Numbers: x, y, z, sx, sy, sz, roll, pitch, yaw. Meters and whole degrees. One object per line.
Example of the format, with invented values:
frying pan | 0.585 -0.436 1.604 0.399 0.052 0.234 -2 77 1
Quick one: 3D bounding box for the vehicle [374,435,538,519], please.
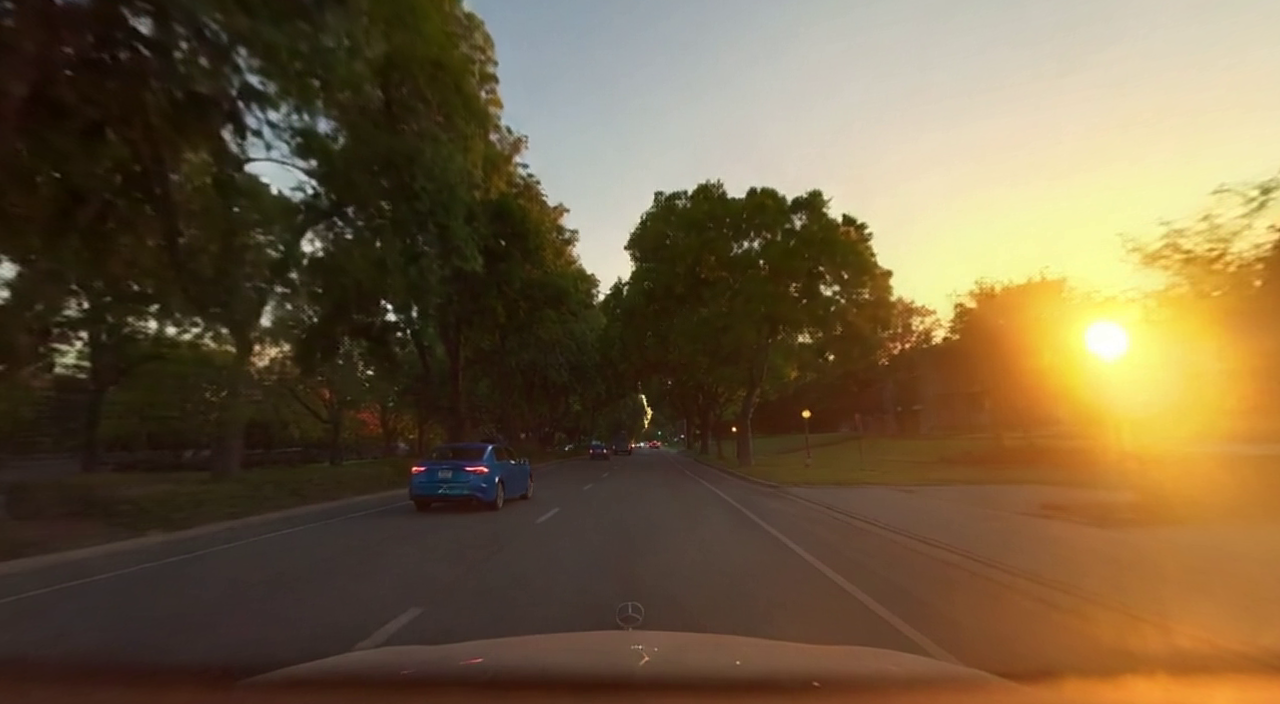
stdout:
vehicle | -3.623 2.541 13.433 2.033 1.454 4.512 -1 -8 1
